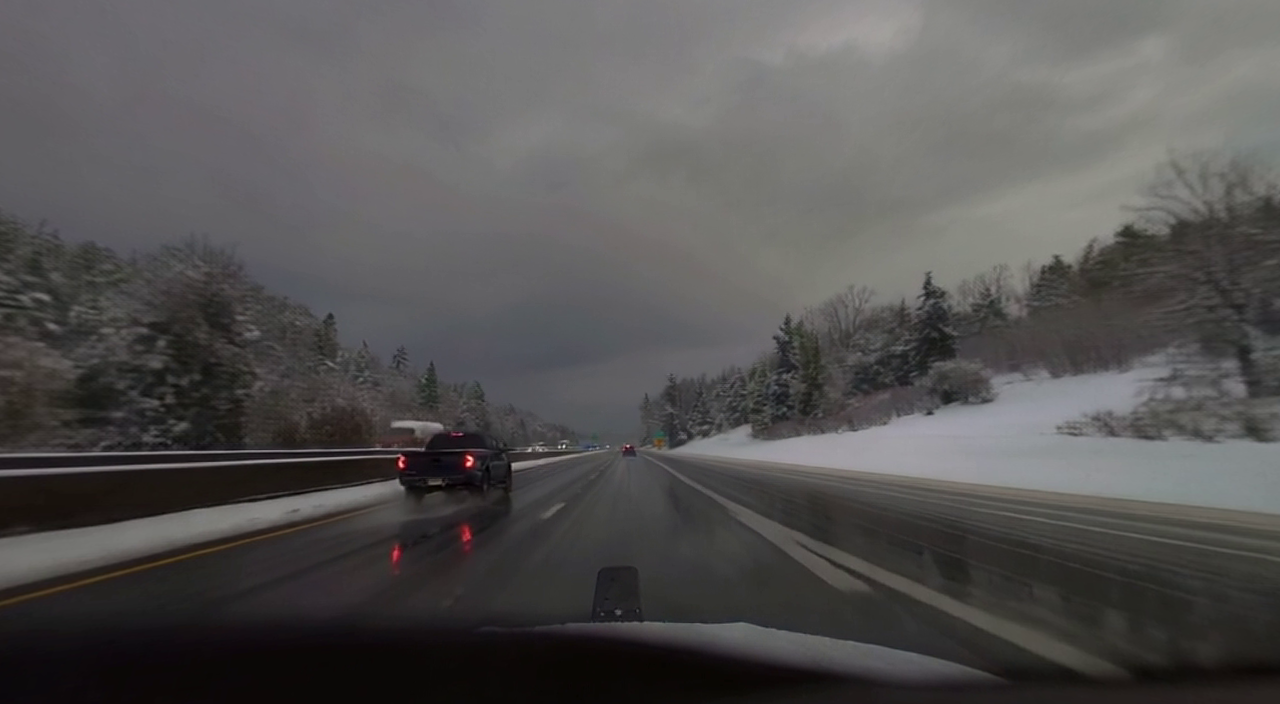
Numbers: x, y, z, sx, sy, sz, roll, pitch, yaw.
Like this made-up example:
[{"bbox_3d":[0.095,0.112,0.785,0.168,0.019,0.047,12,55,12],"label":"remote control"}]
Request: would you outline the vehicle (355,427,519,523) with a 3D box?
[{"bbox_3d":[-4.124,2.581,13.704,2.111,1.717,4.426,0,-9,0],"label":"vehicle"}]
